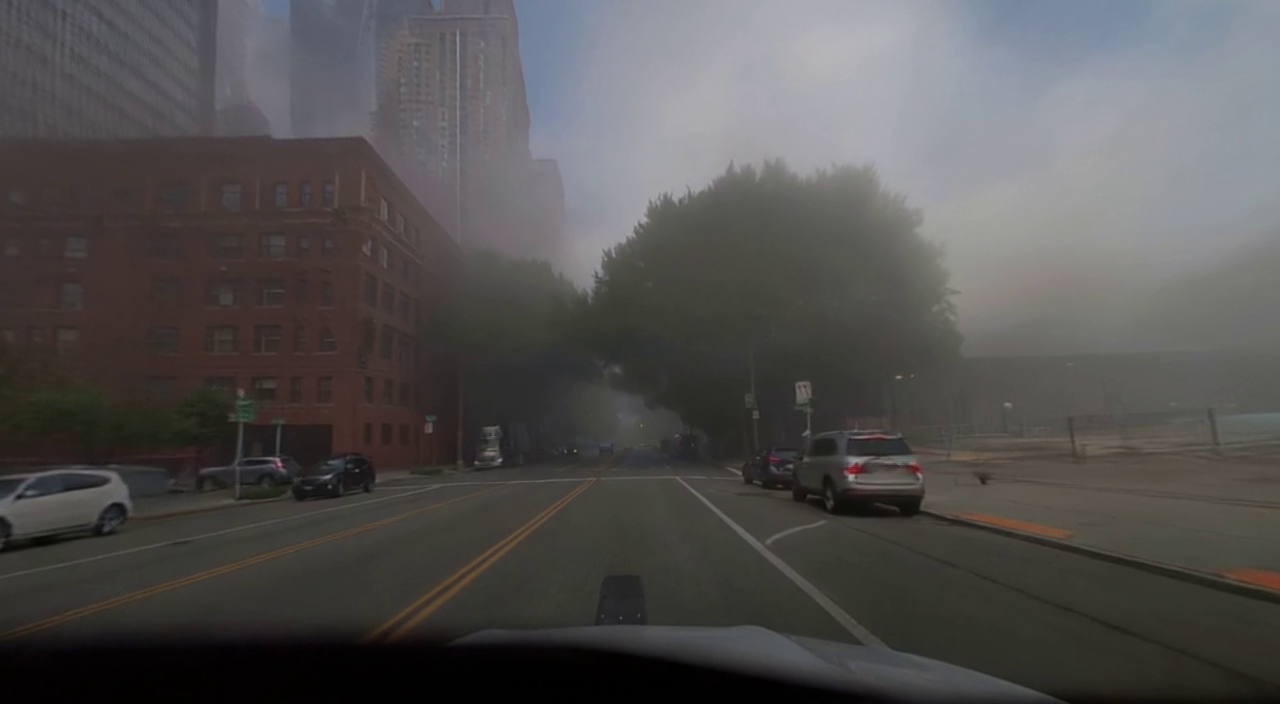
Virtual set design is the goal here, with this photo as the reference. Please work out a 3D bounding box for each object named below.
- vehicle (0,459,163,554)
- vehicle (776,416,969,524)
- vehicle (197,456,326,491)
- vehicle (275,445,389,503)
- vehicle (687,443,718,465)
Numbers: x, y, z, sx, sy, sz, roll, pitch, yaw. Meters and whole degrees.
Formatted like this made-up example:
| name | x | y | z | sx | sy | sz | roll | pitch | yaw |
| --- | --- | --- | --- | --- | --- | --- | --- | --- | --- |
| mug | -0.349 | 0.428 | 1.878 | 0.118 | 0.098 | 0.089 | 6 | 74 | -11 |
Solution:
| name | x | y | z | sx | sy | sz | roll | pitch | yaw |
| --- | --- | --- | --- | --- | --- | --- | --- | --- | --- |
| vehicle | -11.291 | 2.765 | 11.435 | 2.007 | 1.511 | 4.280 | -4 | -10 | 0 |
| vehicle | 4.736 | 2.499 | 14.025 | 2.237 | 1.908 | 5.320 | 0 | -8 | 0 |
| vehicle | -17.276 | 5.554 | 29.011 | 4.575 | 1.462 | 2.015 | 0 | -8 | -4 |
| vehicle | -11.148 | 4.425 | 23.277 | 2.039 | 1.770 | 4.445 | -3 | -9 | -1 |
| vehicle | 4.574 | 7.507 | 46.670 | 1.891 | 1.535 | 4.068 | 0 | -8 | 0 |
